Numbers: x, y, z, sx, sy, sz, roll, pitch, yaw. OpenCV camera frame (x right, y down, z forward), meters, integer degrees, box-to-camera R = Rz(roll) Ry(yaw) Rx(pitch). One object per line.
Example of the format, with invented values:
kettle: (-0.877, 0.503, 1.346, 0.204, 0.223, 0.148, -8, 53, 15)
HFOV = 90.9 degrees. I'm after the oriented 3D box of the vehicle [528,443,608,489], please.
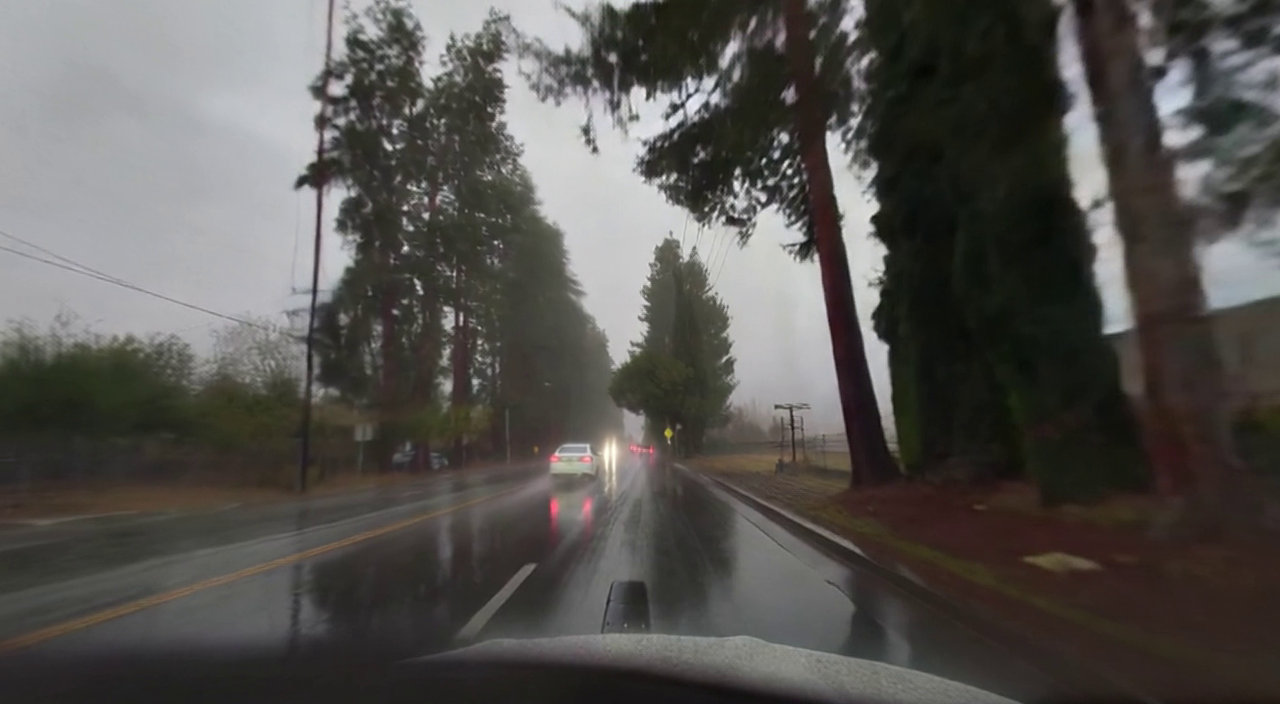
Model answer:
vehicle: (-2.436, 4.029, 22.597, 2.153, 1.461, 4.374, -1, -8, 3)
